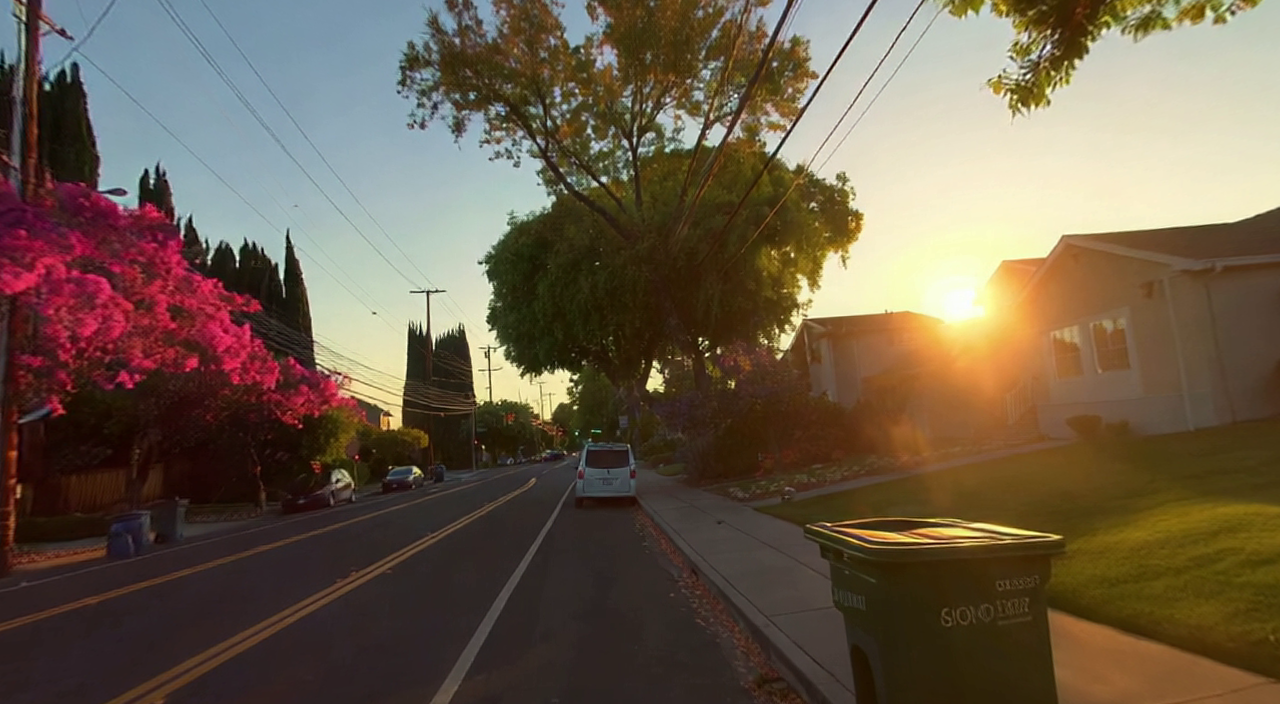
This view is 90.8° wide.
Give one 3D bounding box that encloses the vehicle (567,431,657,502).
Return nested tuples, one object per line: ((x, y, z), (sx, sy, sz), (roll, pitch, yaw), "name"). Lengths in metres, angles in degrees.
((-0.828, 3.076, 17.388), (2.190, 1.708, 4.115), (0, -8, -4), "vehicle")

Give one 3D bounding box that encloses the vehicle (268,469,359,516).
((-13.775, 5.914, 26.990), (1.982, 1.660, 4.142), (1, -8, -6), "vehicle")
